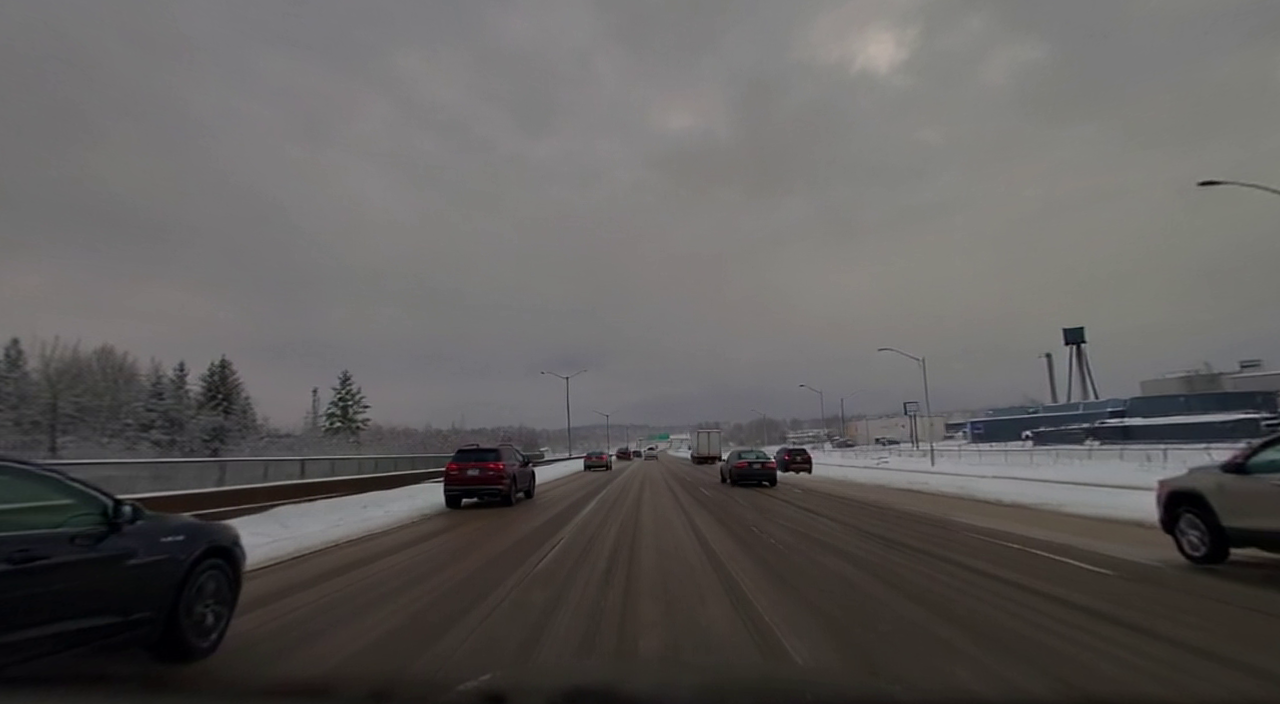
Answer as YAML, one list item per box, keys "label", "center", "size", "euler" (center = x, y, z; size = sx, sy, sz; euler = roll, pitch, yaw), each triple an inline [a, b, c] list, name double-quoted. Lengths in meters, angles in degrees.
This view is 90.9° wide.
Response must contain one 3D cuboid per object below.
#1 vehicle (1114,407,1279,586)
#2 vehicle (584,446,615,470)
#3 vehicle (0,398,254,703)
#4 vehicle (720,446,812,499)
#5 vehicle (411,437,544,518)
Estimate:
- label: "vehicle"
  center: [7.368, 1.349, 5.747]
  size: [2.145, 1.743, 5.058]
  euler: [0, -8, 0]
- label: "vehicle"
  center: [-3.166, 8.339, 49.952]
  size: [2.108, 1.748, 4.514]
  euler: [-1, -8, 1]
- label: "vehicle"
  center: [-3.780, 0.881, 1.942]
  size: [2.067, 1.555, 4.851]
  euler: [0, -8, 1]
- label: "vehicle"
  center: [3.830, 3.736, 19.999]
  size: [1.942, 1.453, 4.329]
  euler: [0, -8, -1]
- label: "vehicle"
  center: [-3.713, 2.931, 15.284]
  size: [2.036, 1.669, 4.112]
  euler: [-1, -8, 1]
